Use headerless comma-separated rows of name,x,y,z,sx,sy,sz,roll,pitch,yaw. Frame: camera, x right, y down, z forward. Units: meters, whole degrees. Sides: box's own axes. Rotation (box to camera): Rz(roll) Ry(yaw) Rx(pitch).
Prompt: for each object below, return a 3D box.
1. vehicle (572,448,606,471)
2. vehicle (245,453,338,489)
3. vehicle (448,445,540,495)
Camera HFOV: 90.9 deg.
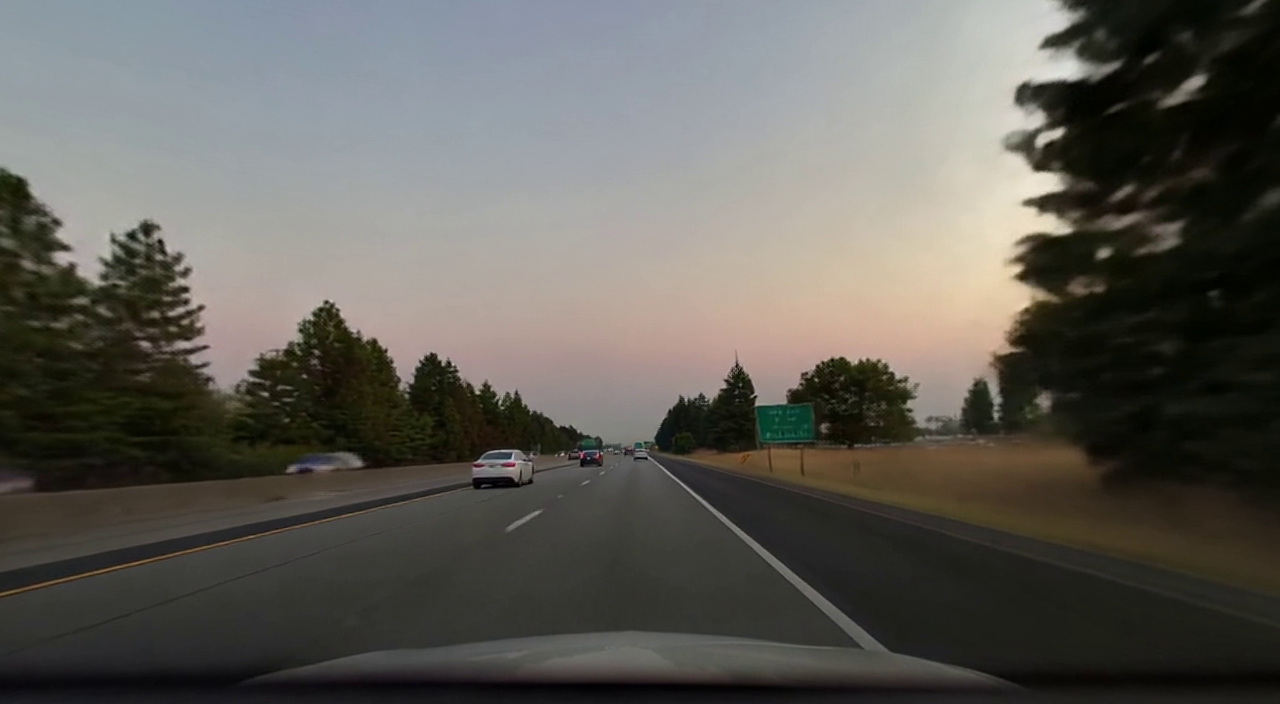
vehicle,-3.421,7.341,43.088,2.005,1.474,3.921,0,-9,0
vehicle,-17.298,5.916,31.584,1.972,1.606,4.630,0,-9,1
vehicle,-4.781,3.934,21.407,1.975,1.501,4.603,0,-9,1
